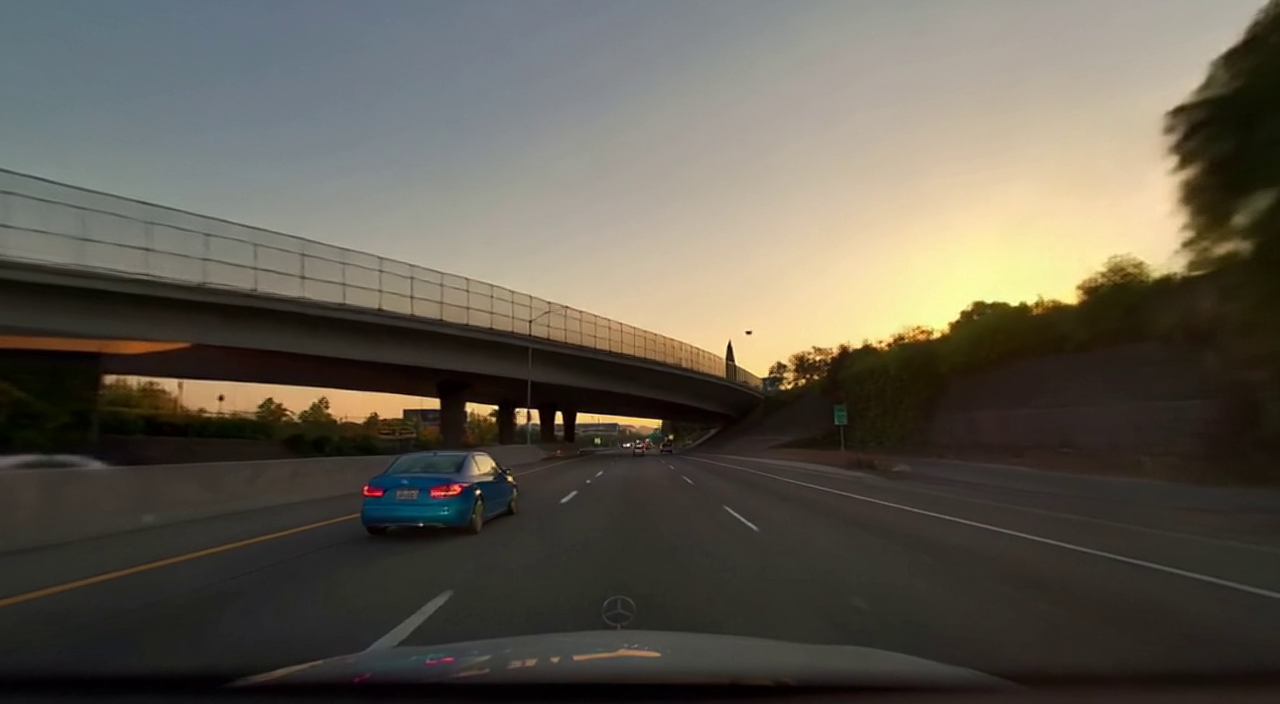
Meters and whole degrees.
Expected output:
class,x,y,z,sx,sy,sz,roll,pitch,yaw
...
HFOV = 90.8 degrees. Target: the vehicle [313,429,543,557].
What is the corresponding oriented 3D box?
class,x,y,z,sx,sy,sz,roll,pitch,yaw
vehicle,-2.968,2.085,10.122,2.029,1.557,4.570,0,-9,1
